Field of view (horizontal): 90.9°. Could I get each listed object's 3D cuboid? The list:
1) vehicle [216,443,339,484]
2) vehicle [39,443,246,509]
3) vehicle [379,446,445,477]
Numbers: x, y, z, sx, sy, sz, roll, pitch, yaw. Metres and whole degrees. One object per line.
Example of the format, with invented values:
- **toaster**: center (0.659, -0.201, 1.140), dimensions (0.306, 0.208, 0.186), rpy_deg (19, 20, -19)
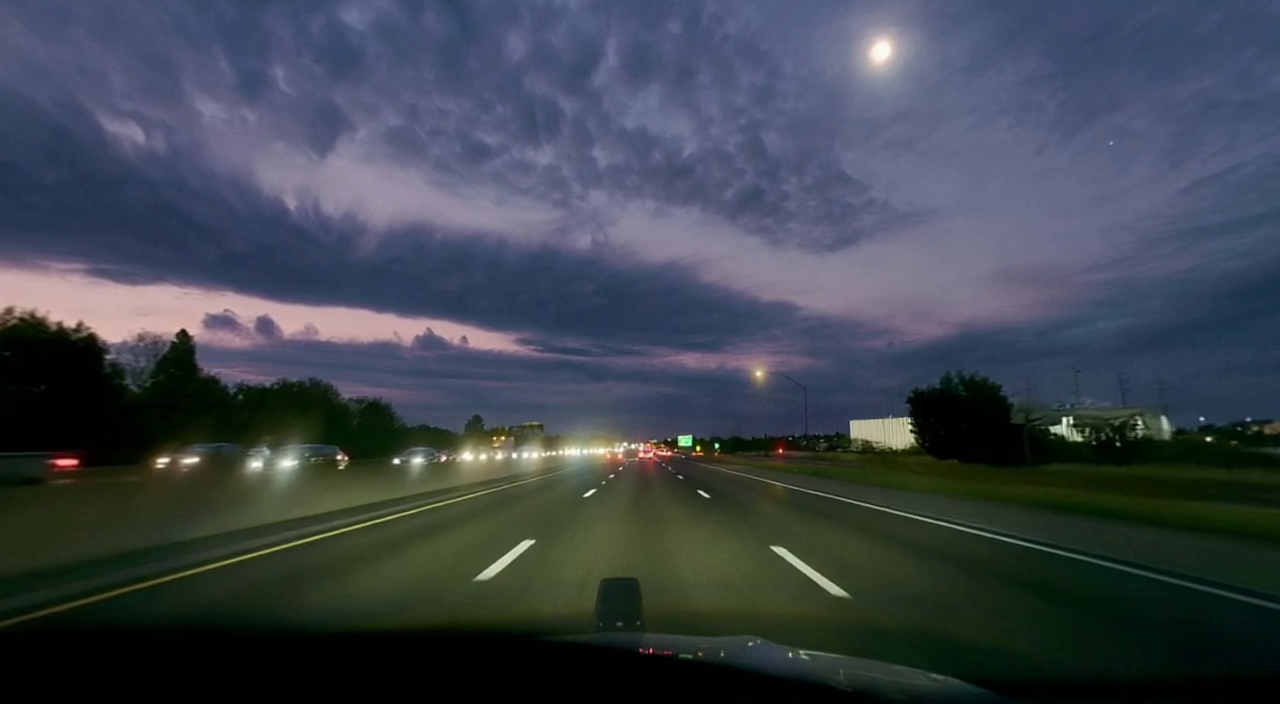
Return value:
- **vehicle**: center (-16.026, 4.944, 28.335), dimensions (2.011, 1.641, 5.728), rpy_deg (-1, -9, 1)
- **vehicle**: center (-12.547, 3.137, 16.348), dimensions (1.867, 1.454, 4.255), rpy_deg (0, -9, 0)
- **vehicle**: center (-11.808, 5.687, 32.947), dimensions (1.801, 1.449, 4.143), rpy_deg (-1, -9, 1)
